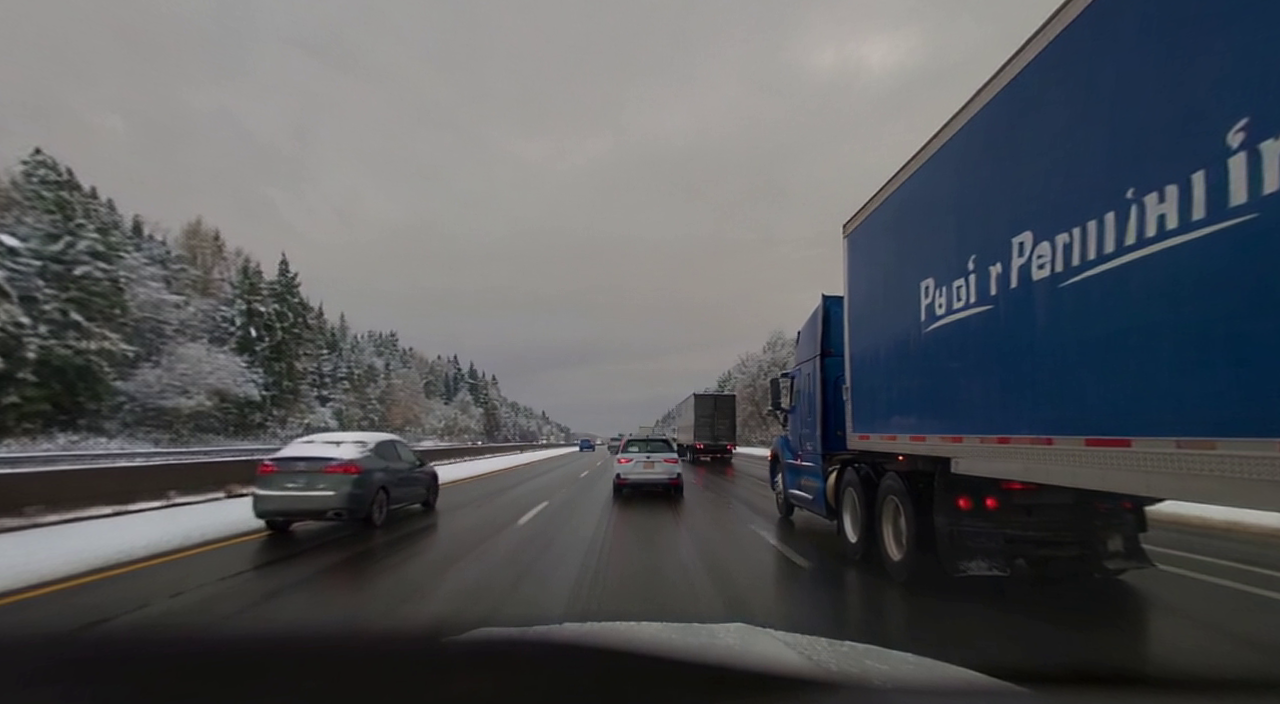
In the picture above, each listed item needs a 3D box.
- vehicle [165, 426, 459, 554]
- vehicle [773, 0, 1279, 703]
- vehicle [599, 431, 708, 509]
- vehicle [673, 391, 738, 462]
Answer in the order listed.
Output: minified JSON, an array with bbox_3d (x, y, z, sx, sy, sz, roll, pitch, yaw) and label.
[{"bbox_3d":[-4.417,1.890,9.512,2.048,1.452,4.430,0,-8,0],"label":"vehicle"},{"bbox_3d":[4.196,0.069,5.598,2.816,4.070,14.136,0,-8,-1],"label":"vehicle"},{"bbox_3d":[0.243,2.450,13.604,2.021,1.435,3.611,0,-8,0],"label":"vehicle"},{"bbox_3d":[4.098,5.160,42.842,2.869,4.067,13.731,0,-8,0],"label":"vehicle"}]
